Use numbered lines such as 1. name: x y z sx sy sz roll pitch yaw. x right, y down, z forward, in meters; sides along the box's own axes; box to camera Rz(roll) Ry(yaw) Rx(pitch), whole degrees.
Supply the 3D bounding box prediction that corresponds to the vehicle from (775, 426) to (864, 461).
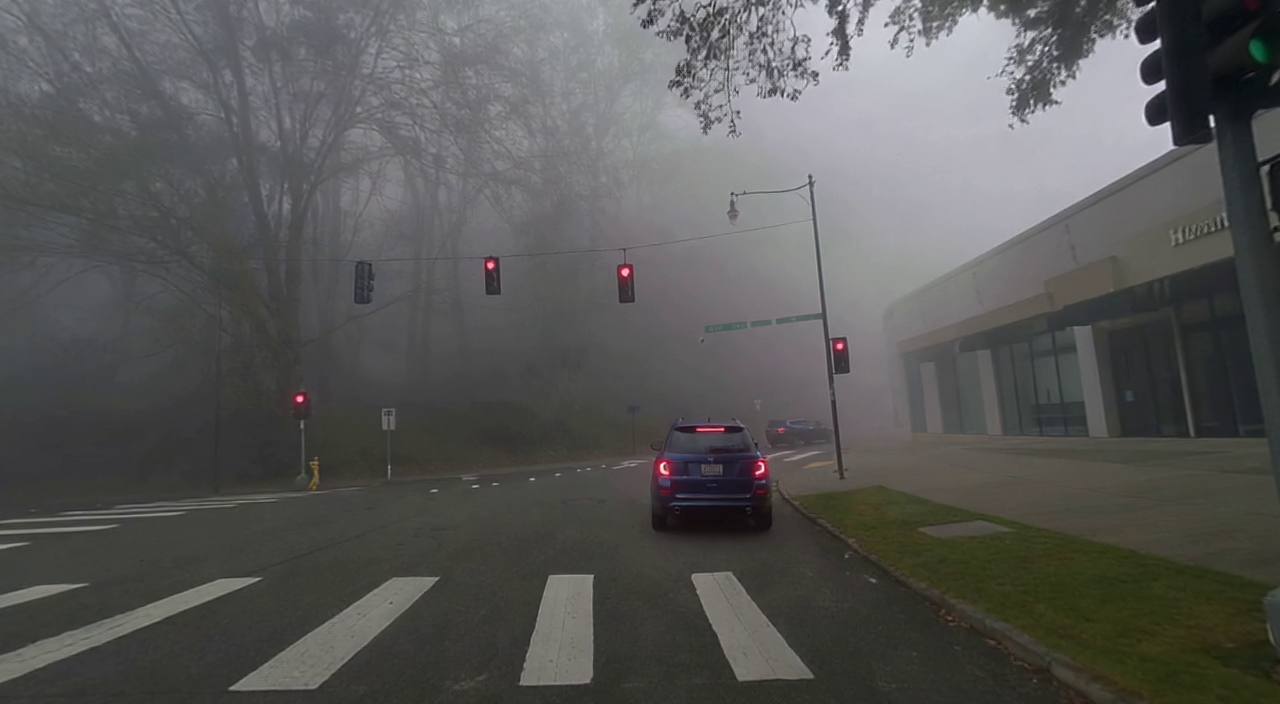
1. vehicle: 10.266 5.182 35.816 5.519 1.842 2.100 7 -11 -41
